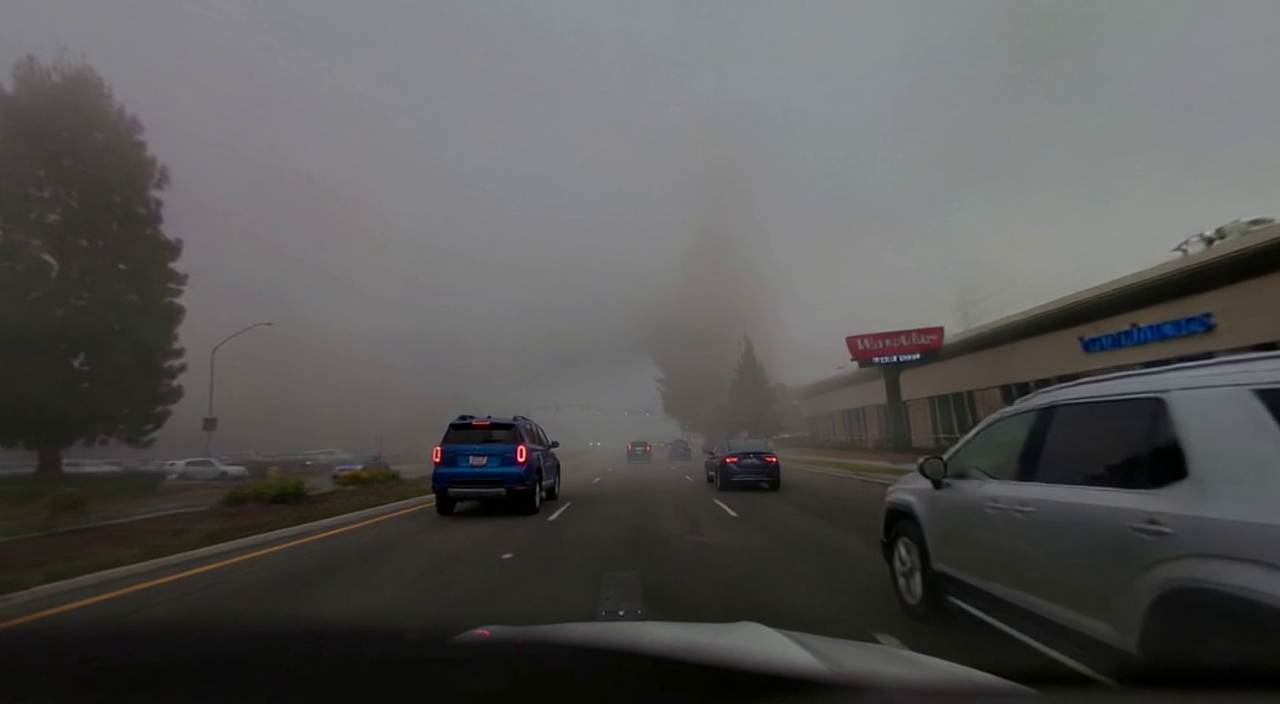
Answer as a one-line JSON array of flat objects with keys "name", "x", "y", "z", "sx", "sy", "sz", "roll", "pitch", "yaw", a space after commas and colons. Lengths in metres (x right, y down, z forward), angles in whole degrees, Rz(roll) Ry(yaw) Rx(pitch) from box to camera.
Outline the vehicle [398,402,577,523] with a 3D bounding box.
[{"name": "vehicle", "x": -2.861, "y": 2.282, "z": 13.481, "sx": 2.368, "sy": 2.037, "sz": 5.319, "roll": 0, "pitch": -8, "yaw": 1}]

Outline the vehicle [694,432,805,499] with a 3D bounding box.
[{"name": "vehicle", "x": 2.858, "y": 3.094, "z": 17.709, "sx": 2.174, "sy": 1.596, "sz": 4.779, "roll": 0, "pitch": -8, "yaw": -1}]

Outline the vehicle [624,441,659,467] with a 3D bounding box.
[{"name": "vehicle", "x": 0.057, "y": 6.032, "z": 37.469, "sx": 2.008, "sy": 1.464, "sz": 4.052, "roll": 0, "pitch": -8, "yaw": -1}]

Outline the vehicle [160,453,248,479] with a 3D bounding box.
[{"name": "vehicle", "x": -28.749, "y": 7.532, "z": 41.743, "sx": 4.441, "sy": 1.625, "sz": 1.916, "roll": -1, "pitch": -8, "yaw": 3}]

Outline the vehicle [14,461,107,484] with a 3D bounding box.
[{"name": "vehicle", "x": -42.275, "y": 8.792, "z": 46.237, "sx": 4.526, "sy": 1.514, "sz": 1.988, "roll": 5, "pitch": -10, "yaw": -29}]

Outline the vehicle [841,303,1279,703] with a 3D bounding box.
[{"name": "vehicle", "x": 2.862, "y": 0.962, "z": 3.457, "sx": 2.018, "sy": 1.719, "sz": 4.369, "roll": 0, "pitch": -8, "yaw": -1}]
